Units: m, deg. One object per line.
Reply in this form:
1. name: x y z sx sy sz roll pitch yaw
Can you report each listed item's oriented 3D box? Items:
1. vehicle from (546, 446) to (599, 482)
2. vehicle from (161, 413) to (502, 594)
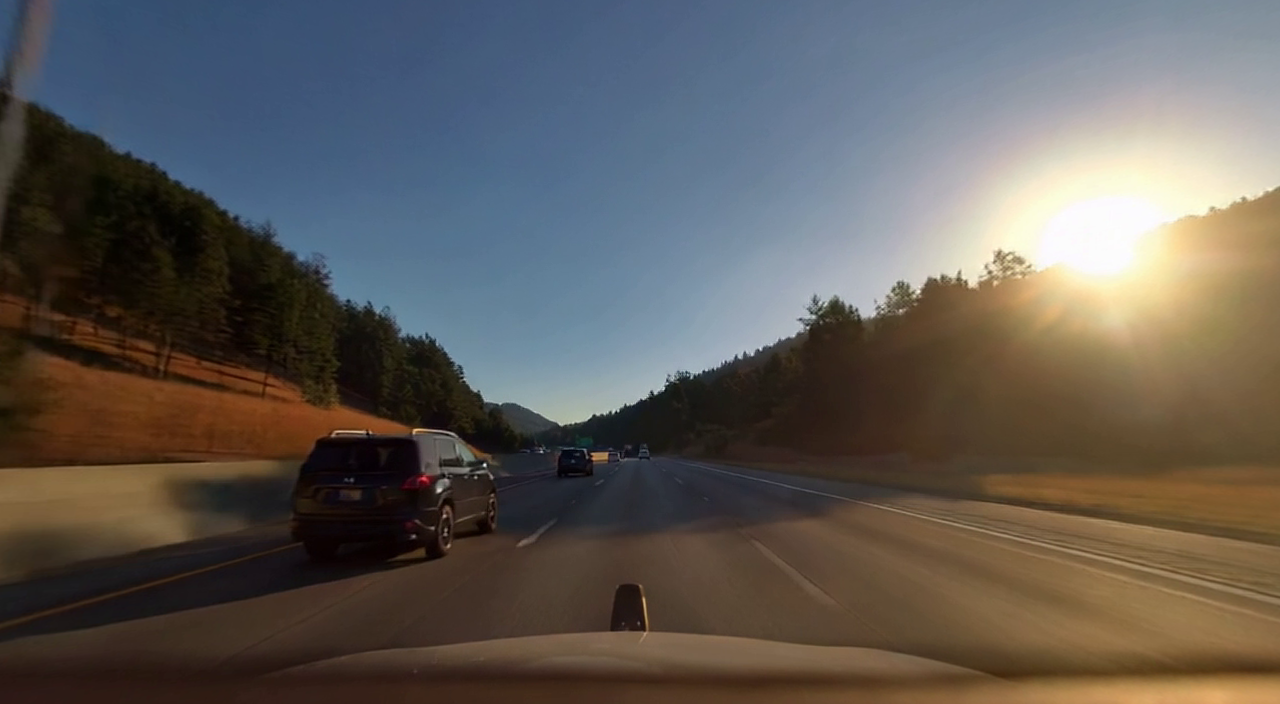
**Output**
1. vehicle: -3.038 5.125 29.101 1.944 1.548 4.051 0 -9 1
2. vehicle: -3.477 1.819 8.429 2.147 1.708 4.630 0 -9 1
